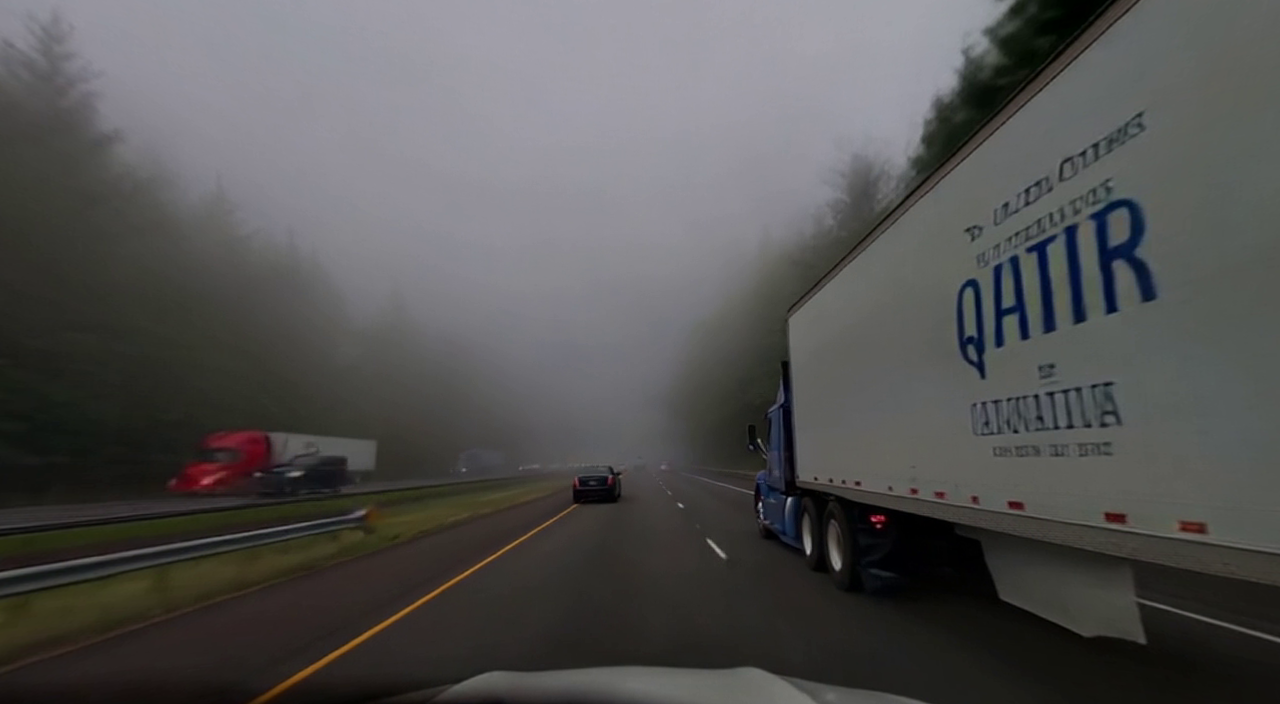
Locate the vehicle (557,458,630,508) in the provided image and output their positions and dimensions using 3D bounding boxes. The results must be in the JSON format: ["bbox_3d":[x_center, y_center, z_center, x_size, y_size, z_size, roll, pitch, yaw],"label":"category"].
[{"bbox_3d":[-1.383,4.153,20.249,2.032,1.407,3.641,0,-10,1],"label":"vehicle"}]

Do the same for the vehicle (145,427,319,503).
[{"bbox_3d":[-20.494,5.830,32.625,2.862,3.296,8.901,0,-10,1],"label":"vehicle"}]

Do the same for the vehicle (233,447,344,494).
[{"bbox_3d":[-15.831,5.393,28.791,2.090,1.914,5.099,1,-10,0],"label":"vehicle"}]

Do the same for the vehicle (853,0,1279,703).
[{"bbox_3d":[3.866,-0.316,1.375,2.871,4.032,10.642,1,-10,-1],"label":"vehicle"}]
